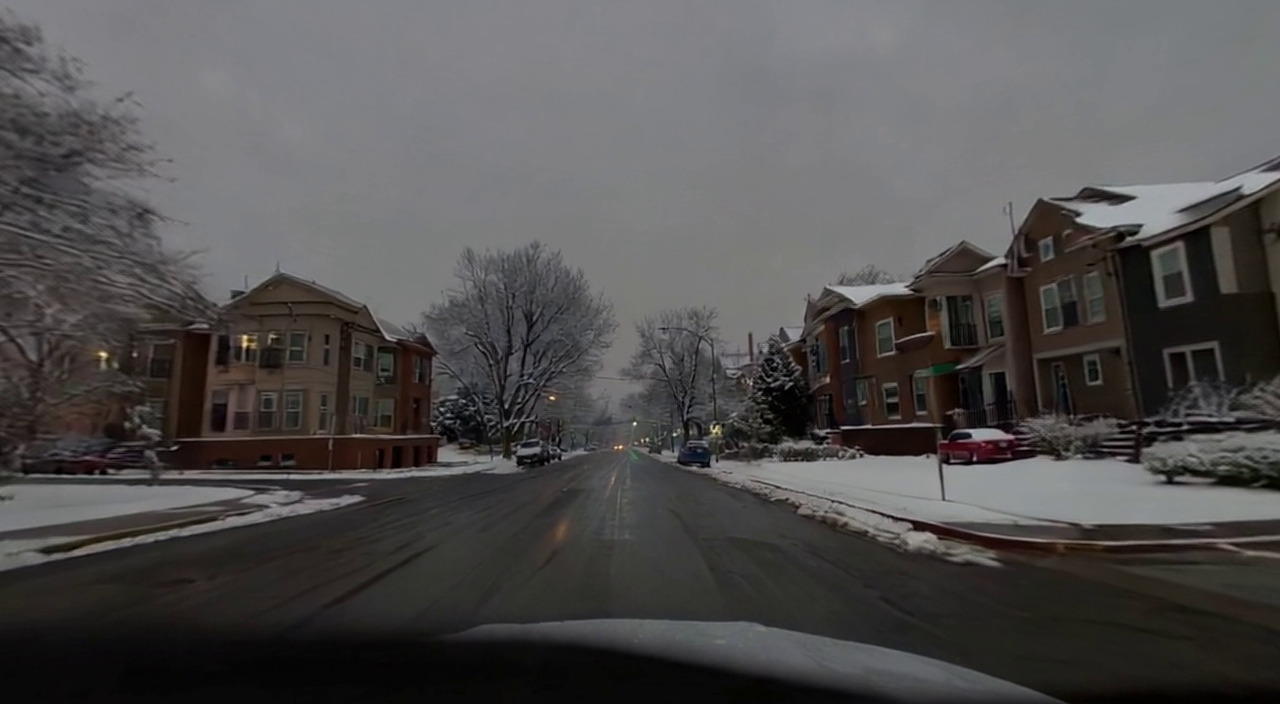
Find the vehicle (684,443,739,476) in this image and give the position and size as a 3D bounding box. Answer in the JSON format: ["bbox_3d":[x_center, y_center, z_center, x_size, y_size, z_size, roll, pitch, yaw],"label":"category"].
[{"bbox_3d":[3.334,5.136,30.334,1.956,1.468,4.698,0,-9,-2],"label":"vehicle"}]

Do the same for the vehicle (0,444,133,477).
[{"bbox_3d":[-26.020,4.888,28.567,4.330,1.430,1.833,0,-9,-1],"label":"vehicle"}]

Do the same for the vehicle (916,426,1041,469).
[{"bbox_3d":[13.070,3.756,24.743,2.068,1.522,4.810,0,-9,-3],"label":"vehicle"}]

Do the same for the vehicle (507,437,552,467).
[{"bbox_3d":[-7.874,7.200,45.392,2.230,2.025,4.977,0,-9,1],"label":"vehicle"}]

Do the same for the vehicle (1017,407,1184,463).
[{"bbox_3d":[18.073,3.376,25.224,2.315,1.991,5.686,0,-9,-1],"label":"vehicle"}]
